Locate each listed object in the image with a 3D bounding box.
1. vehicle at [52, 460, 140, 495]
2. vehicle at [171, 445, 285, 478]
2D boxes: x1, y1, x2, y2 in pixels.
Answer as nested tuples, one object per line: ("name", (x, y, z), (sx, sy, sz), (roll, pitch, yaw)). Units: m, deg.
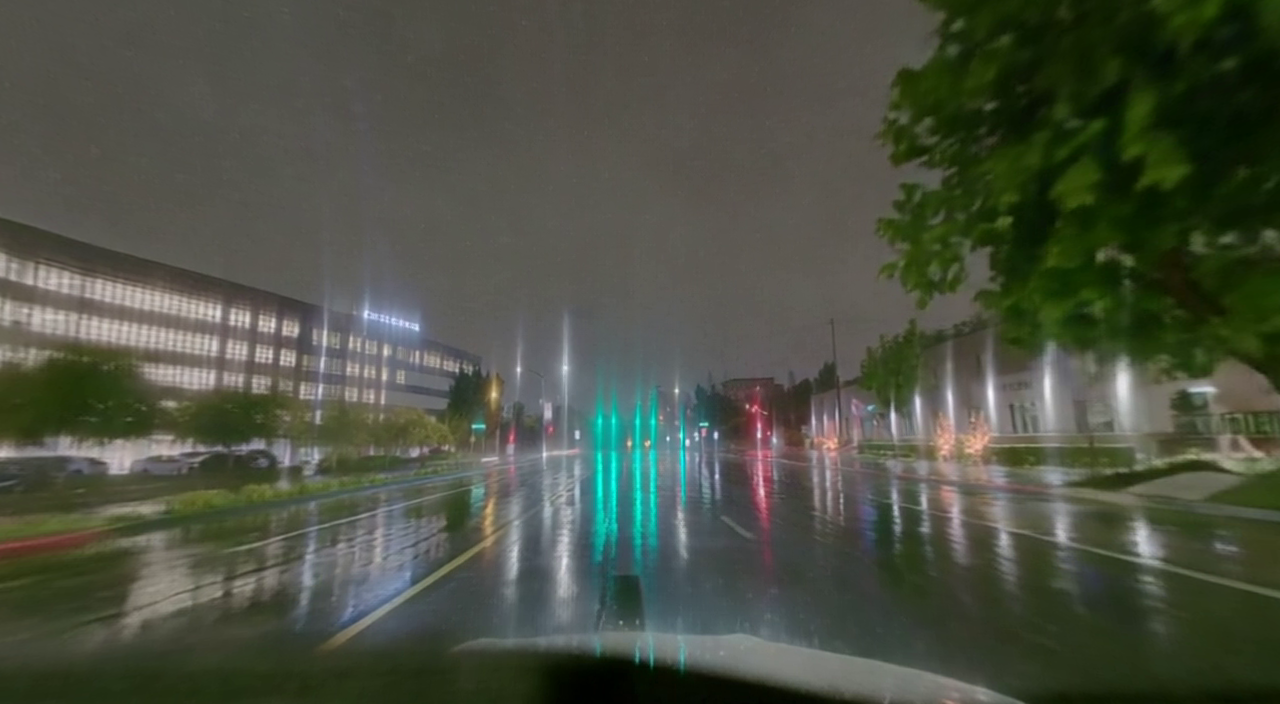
("vehicle", (-26.748, 6.109, 31.022), (4.612, 1.474, 1.982), (-6, -10, 34))
("vehicle", (-29.608, 7.886, 45.593), (6.271, 2.087, 2.748), (-2, -10, 1))
